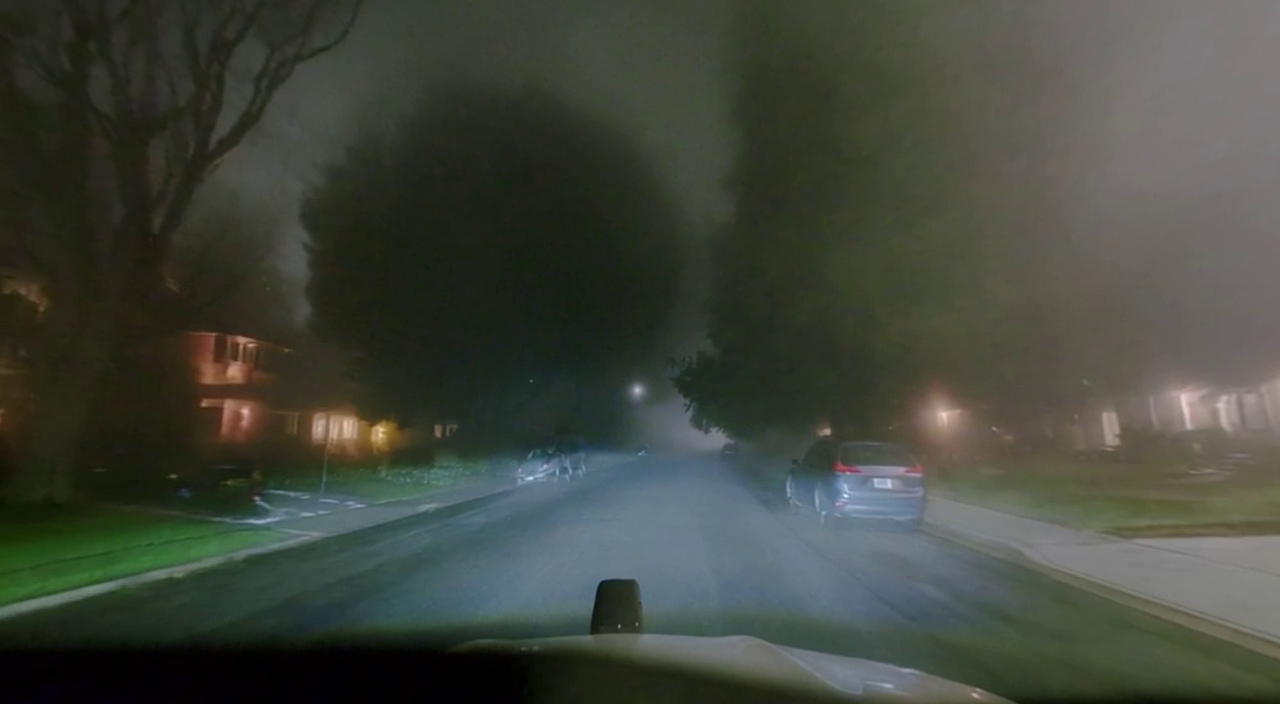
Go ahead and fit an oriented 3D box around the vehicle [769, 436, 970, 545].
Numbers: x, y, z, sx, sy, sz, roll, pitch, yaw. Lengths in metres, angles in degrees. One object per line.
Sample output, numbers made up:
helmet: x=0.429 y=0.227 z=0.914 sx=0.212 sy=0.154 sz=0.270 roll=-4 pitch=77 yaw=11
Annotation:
vehicle: x=3.618 y=2.237 z=10.889 sx=2.006 sy=1.494 sz=4.211 roll=0 pitch=-9 yaw=2
